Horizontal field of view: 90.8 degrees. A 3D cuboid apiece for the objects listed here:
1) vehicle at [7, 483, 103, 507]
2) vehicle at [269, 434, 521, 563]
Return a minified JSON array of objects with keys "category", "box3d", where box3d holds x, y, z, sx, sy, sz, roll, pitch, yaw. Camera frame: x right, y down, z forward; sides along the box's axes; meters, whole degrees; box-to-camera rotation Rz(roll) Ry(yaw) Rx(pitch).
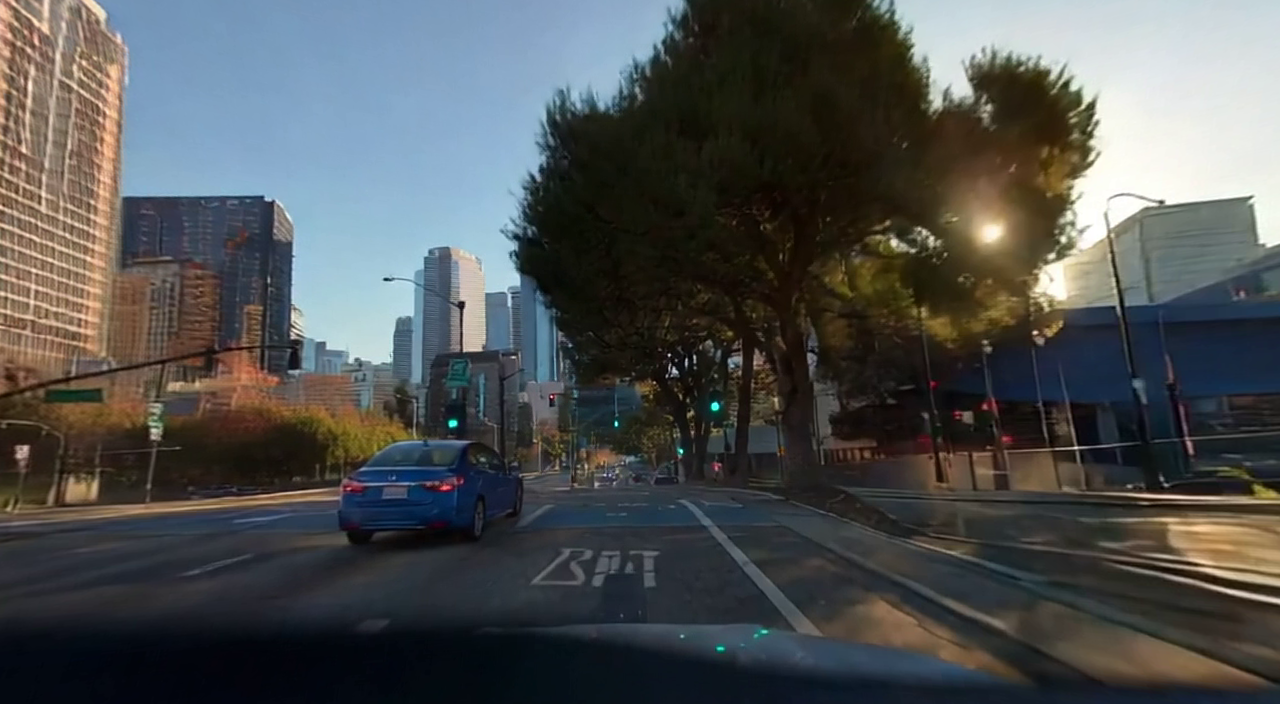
[{"category":"vehicle","box3d":[-38.850,9.535,42.017,4.315,1.421,2.020,-1,-14,1]},{"category":"vehicle","box3d":[-3.254,2.027,9.522,2.041,1.470,4.290,0,-9,1]}]
